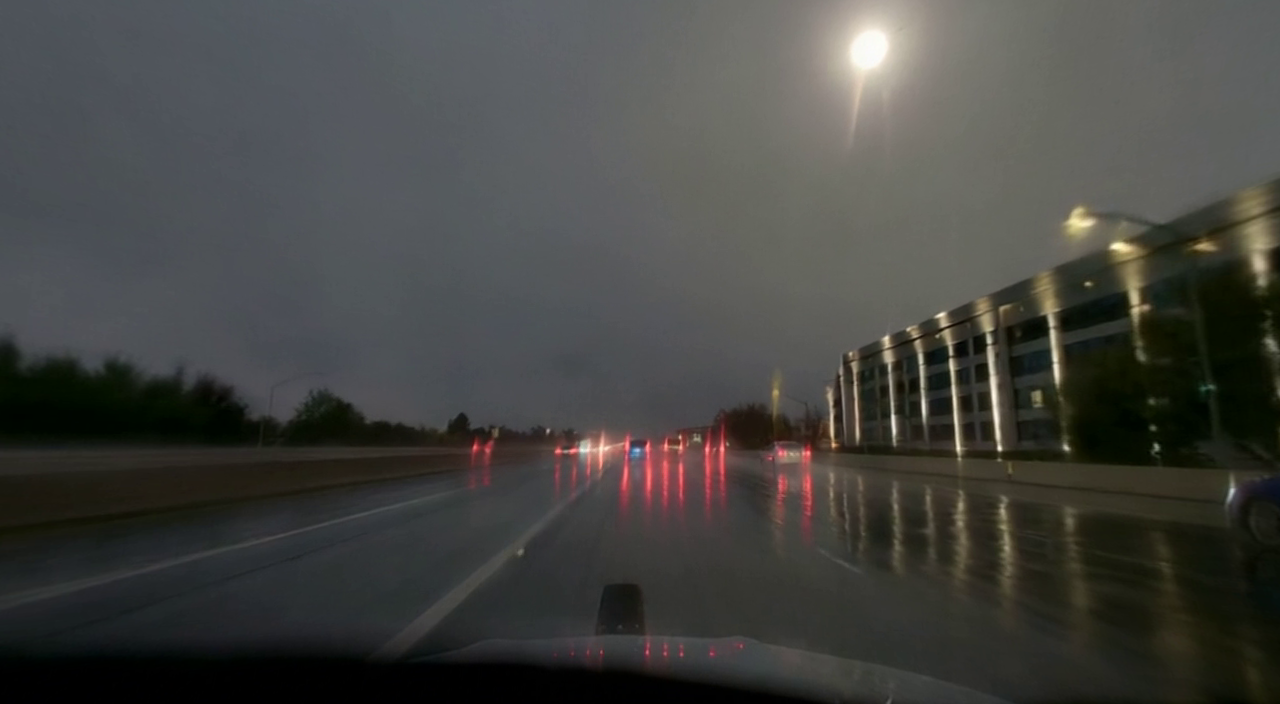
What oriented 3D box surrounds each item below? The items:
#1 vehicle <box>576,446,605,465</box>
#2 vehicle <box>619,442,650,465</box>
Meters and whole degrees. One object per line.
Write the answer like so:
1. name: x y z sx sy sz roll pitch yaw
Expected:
1. vehicle: -3.670 7.693 47.069 1.825 1.347 3.773 0 -8 0
2. vehicle: -0.349 7.039 43.920 2.036 1.542 3.891 0 -8 0
